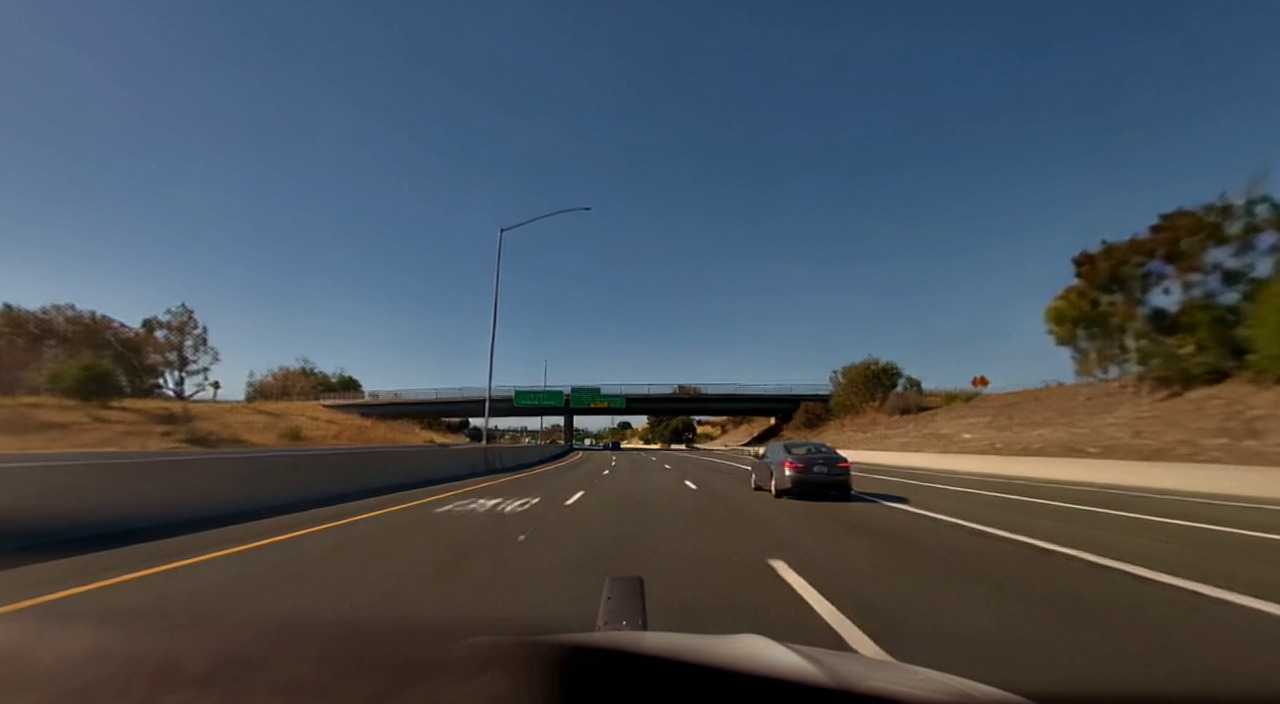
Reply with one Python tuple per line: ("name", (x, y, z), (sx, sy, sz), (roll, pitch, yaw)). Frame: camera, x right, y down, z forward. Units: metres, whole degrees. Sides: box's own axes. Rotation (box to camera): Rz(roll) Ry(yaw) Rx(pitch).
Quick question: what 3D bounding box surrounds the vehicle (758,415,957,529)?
("vehicle", (3.715, 2.155, 11.930), (2.039, 1.701, 4.834), (0, -8, 0))
